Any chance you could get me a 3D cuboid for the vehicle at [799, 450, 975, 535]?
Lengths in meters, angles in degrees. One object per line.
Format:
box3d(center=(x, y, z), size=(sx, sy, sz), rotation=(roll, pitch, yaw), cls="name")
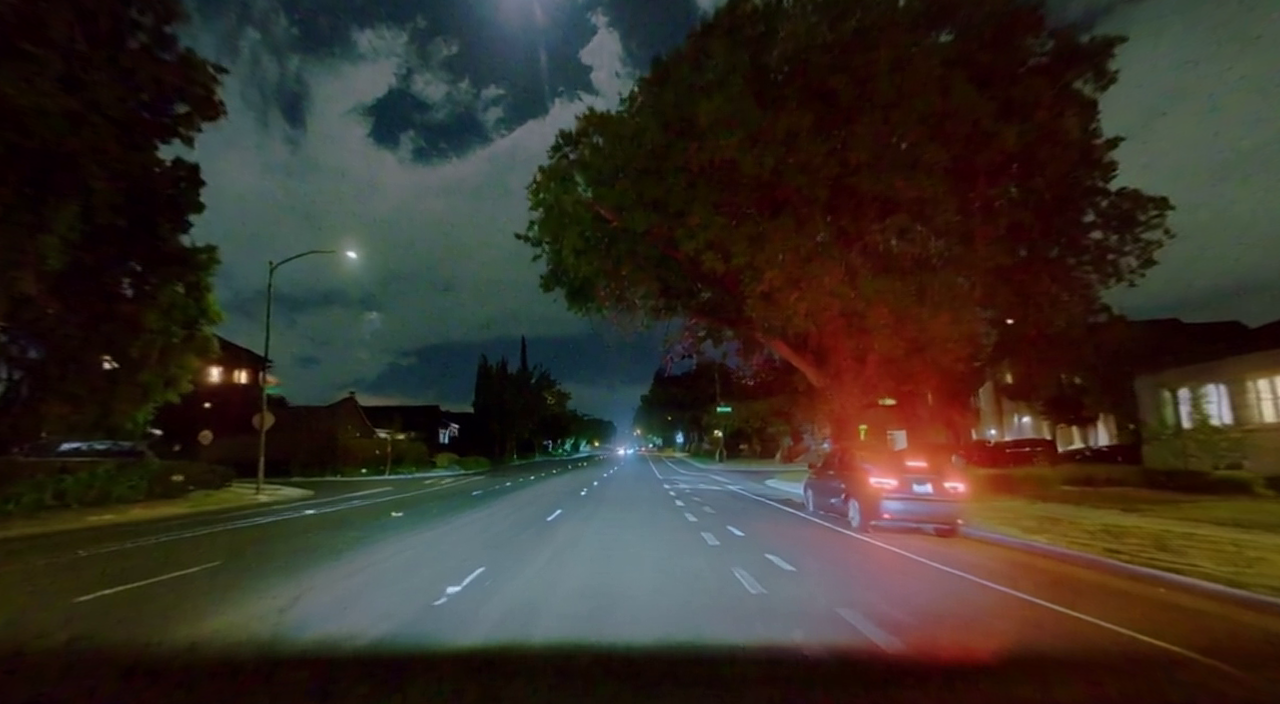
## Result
box3d(center=(4.990, 2.853, 13.555), size=(1.904, 1.475, 4.386), rotation=(0, -9, -1), cls="vehicle")
